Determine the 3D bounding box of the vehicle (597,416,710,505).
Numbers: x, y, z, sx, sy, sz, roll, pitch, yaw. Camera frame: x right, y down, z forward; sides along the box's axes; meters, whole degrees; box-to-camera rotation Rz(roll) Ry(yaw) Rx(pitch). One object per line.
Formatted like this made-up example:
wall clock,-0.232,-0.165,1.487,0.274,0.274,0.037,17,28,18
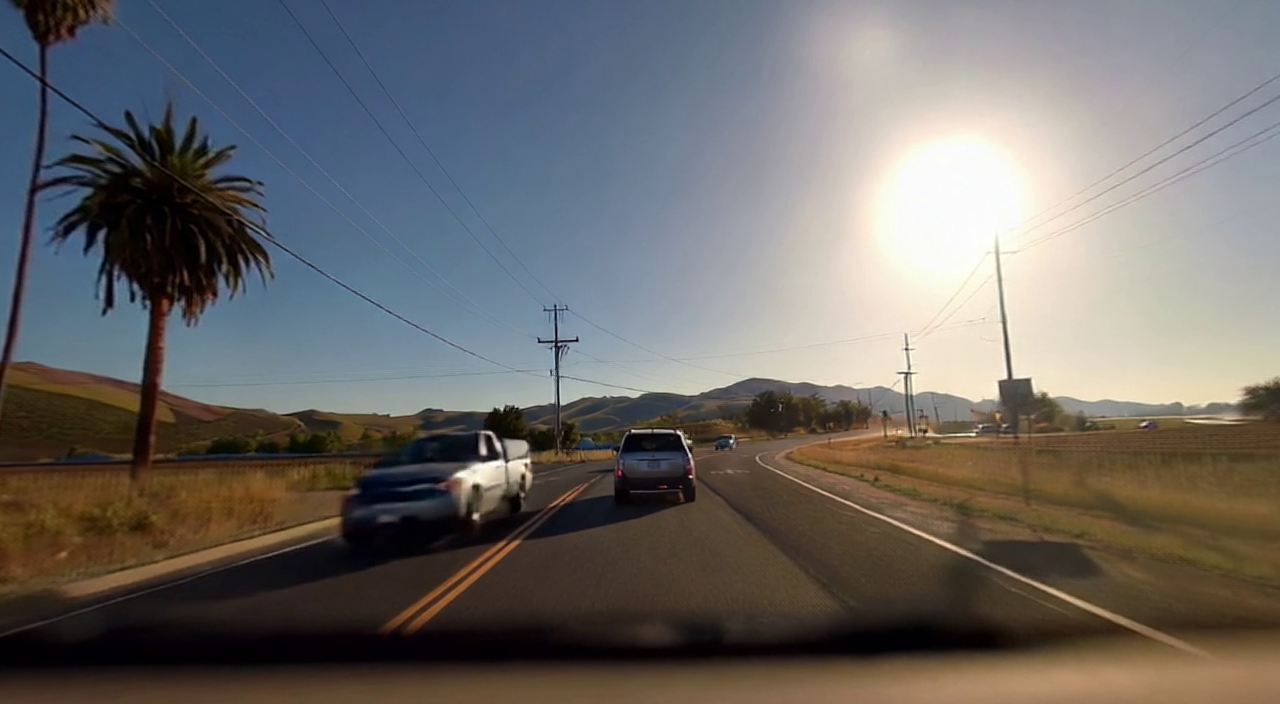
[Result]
vehicle,0.280,2.608,15.567,2.364,1.859,4.538,0,-8,0

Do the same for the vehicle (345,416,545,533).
vehicle,-3.626,2.418,13.234,2.237,1.878,5.739,0,-8,1
